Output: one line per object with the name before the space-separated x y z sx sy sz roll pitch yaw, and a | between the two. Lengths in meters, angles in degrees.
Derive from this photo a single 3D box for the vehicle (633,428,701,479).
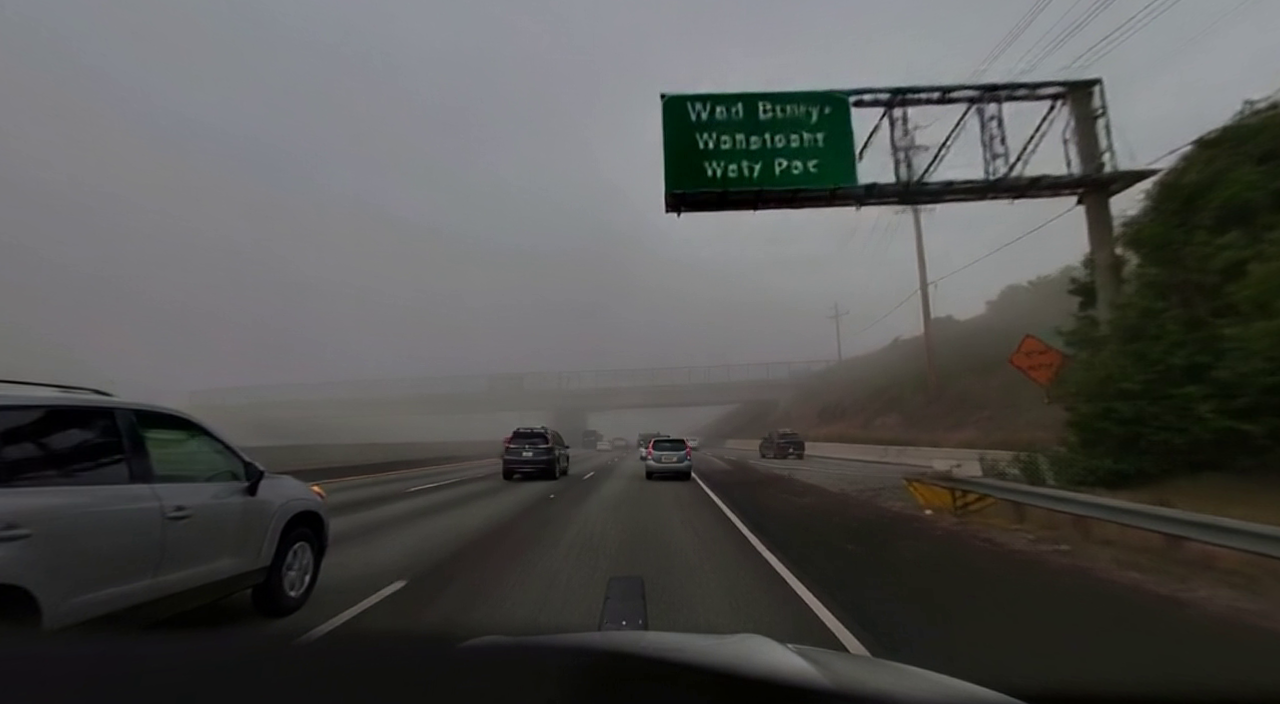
vehicle | 0.900 3.604 22.564 2.193 1.651 3.946 0 -8 1

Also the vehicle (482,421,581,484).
vehicle | -3.438 3.321 21.027 2.228 1.845 4.847 -1 -8 3

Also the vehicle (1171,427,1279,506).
vehicle | 16.907 2.871 15.883 2.059 1.938 4.793 4 -9 -26
